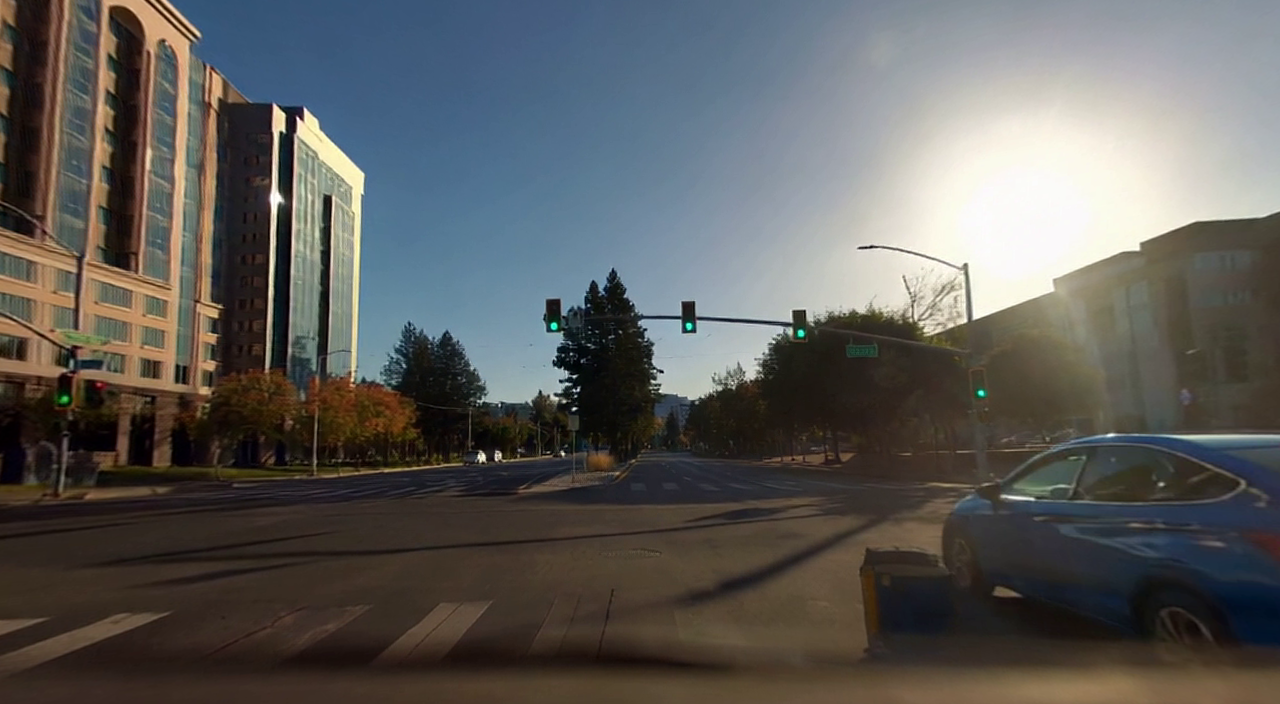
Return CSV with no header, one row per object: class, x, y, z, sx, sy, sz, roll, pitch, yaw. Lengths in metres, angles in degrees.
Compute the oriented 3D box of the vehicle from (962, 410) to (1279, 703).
vehicle,3.049,0.861,1.618,2.015,1.455,4.615,0,-9,0
